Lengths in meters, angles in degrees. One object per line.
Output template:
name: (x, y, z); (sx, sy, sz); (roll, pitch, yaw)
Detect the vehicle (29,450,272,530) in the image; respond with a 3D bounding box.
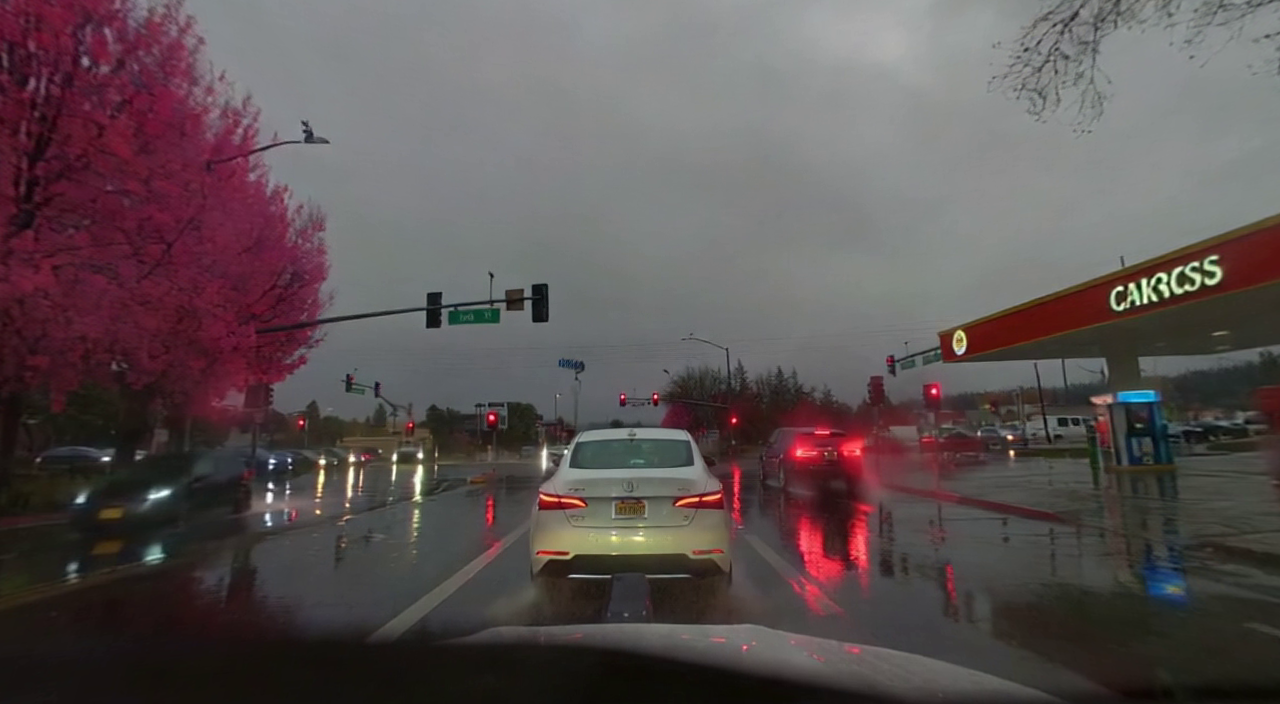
vehicle: (-10.853, 3.042, 14.558); (1.944, 1.465, 4.609); (0, -8, -1)

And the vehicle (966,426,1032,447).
vehicle: (27.398, 6.478, 48.176); (3.968, 1.572, 1.740); (0, -9, 4)

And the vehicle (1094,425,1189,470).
vehicle: (18.566, 3.509, 23.277); (4.300, 1.495, 2.053); (8, -12, -43)

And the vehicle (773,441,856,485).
vehicle: (6.543, 4.170, 24.118); (1.942, 1.511, 4.390); (0, -8, 0)

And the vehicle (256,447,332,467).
vehicle: (-26.747, 8.112, 48.793); (4.806, 1.472, 1.886); (-1, -8, 5)

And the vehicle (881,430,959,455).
vehicle: (19.401, 6.320, 43.897); (4.622, 1.675, 2.022); (-2, -9, 14)

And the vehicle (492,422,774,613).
vehicle: (-0.065, 1.607, 7.074); (2.213, 1.482, 4.057); (0, -8, 0)
